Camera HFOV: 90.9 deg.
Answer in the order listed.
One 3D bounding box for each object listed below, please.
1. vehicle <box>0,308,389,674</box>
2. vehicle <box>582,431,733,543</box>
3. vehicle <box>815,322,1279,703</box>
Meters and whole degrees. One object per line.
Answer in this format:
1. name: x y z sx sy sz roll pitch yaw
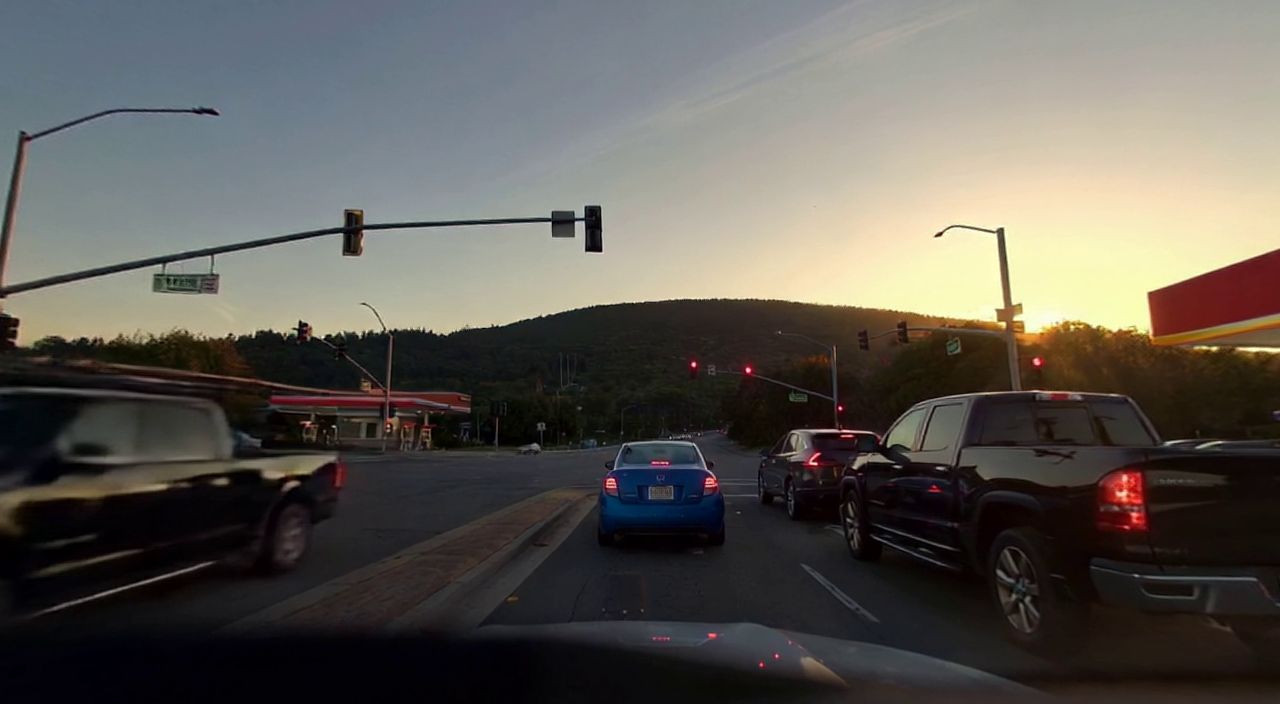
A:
1. vehicle: -4.814 1.027 5.581 2.615 2.031 5.638 2 -8 2
2. vehicle: 0.239 2.118 10.513 2.027 1.494 3.824 0 -8 0
3. vehicle: 3.561 1.242 5.585 2.277 1.871 6.143 0 -8 0
